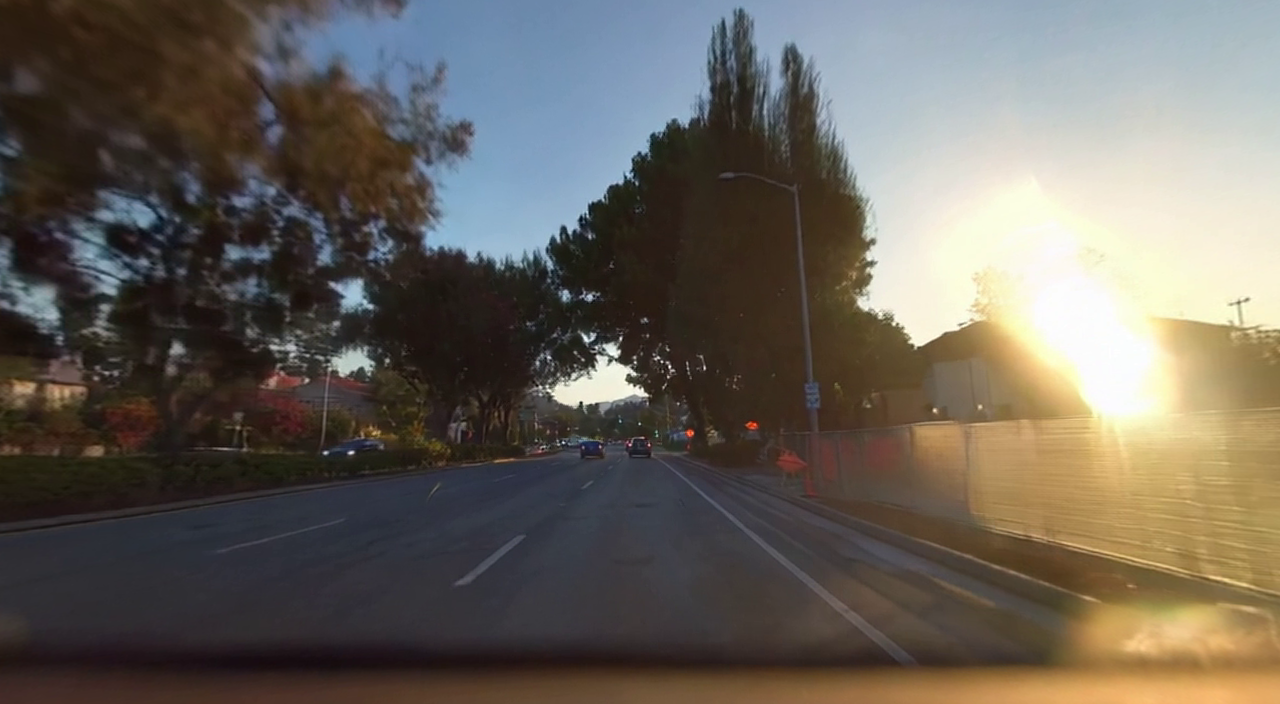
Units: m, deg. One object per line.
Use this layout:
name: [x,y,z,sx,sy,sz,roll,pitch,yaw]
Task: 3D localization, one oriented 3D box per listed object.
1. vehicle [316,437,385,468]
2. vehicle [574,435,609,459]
vehicle: [-17.467,6.091,38.252,1.986,1.711,4.379,0,-8,1]
vehicle: [-3.524,7.072,46.960,2.198,1.663,4.519,0,-8,0]
